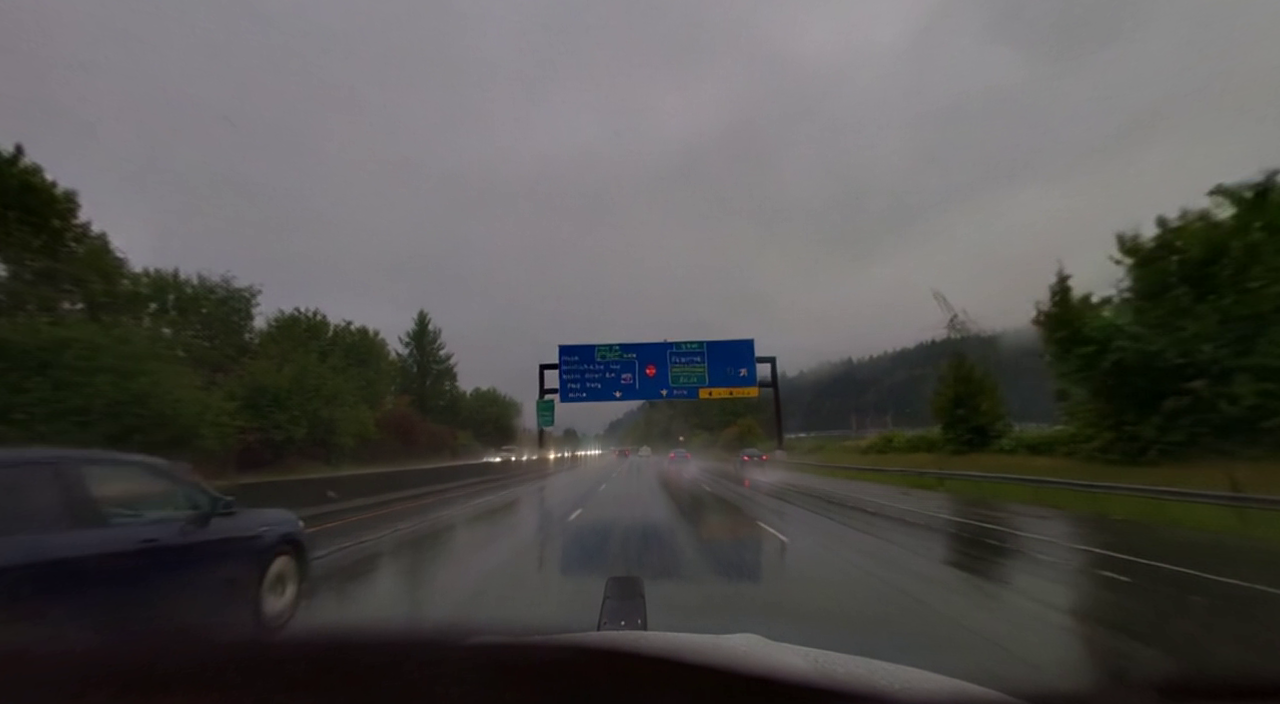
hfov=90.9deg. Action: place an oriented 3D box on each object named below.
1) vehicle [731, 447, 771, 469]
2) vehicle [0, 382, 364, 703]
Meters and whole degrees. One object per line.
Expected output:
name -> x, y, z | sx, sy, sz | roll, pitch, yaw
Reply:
vehicle -> 7.806, 7.504, 44.786 | 1.943, 1.493, 4.507 | 0, -9, -1
vehicle -> -3.349, 0.990, 2.847 | 2.191, 1.563, 4.318 | 0, -9, 1
